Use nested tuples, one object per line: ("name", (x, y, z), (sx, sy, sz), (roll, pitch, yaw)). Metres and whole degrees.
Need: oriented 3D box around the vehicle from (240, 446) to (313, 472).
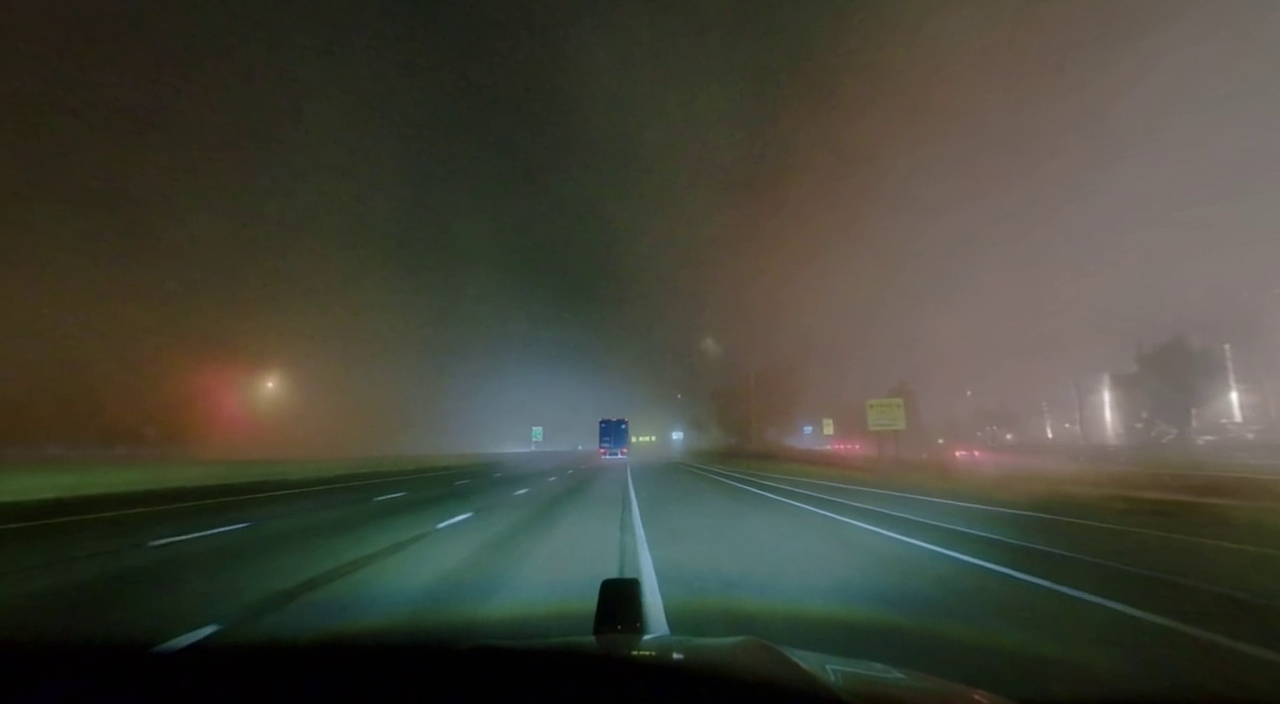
("vehicle", (-21.487, 6.326, 37.413), (1.844, 1.463, 4.397), (0, -9, -2))
